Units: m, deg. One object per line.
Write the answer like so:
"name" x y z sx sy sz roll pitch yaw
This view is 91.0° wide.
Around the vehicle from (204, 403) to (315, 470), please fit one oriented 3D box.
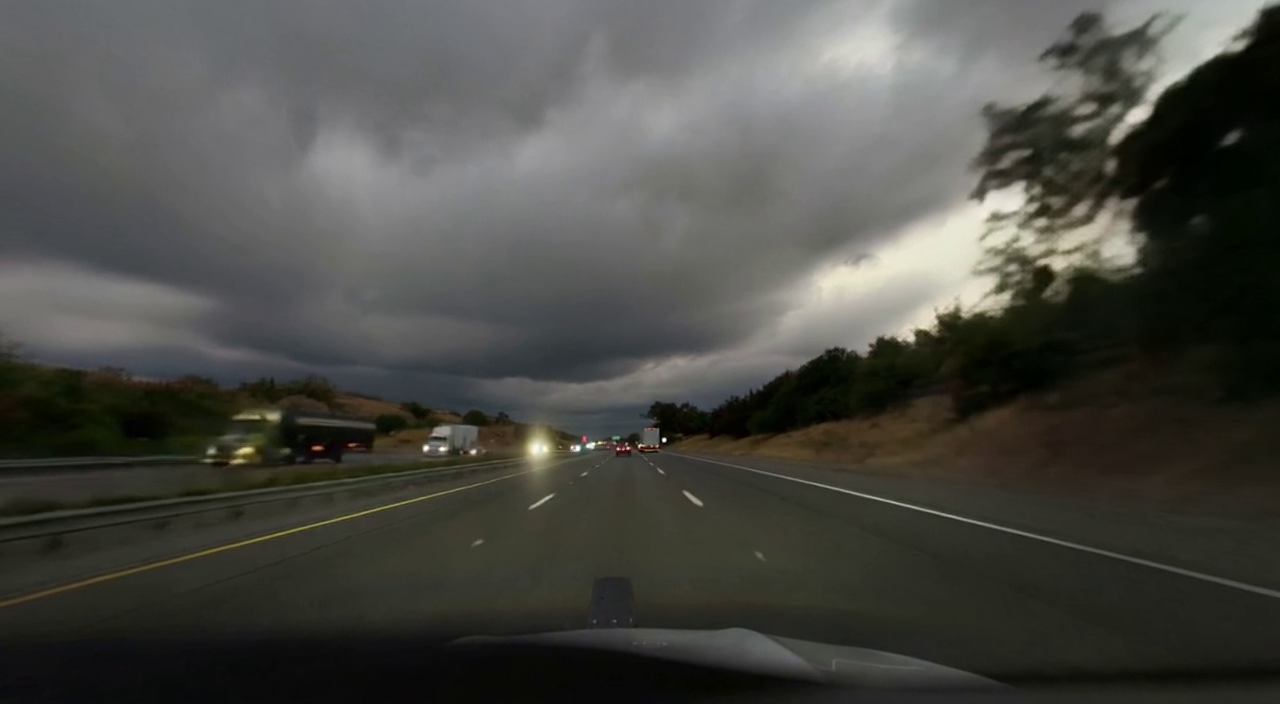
"vehicle" -25.037 5.625 41.866 3.491 4.038 6.170 -1 -9 -1
